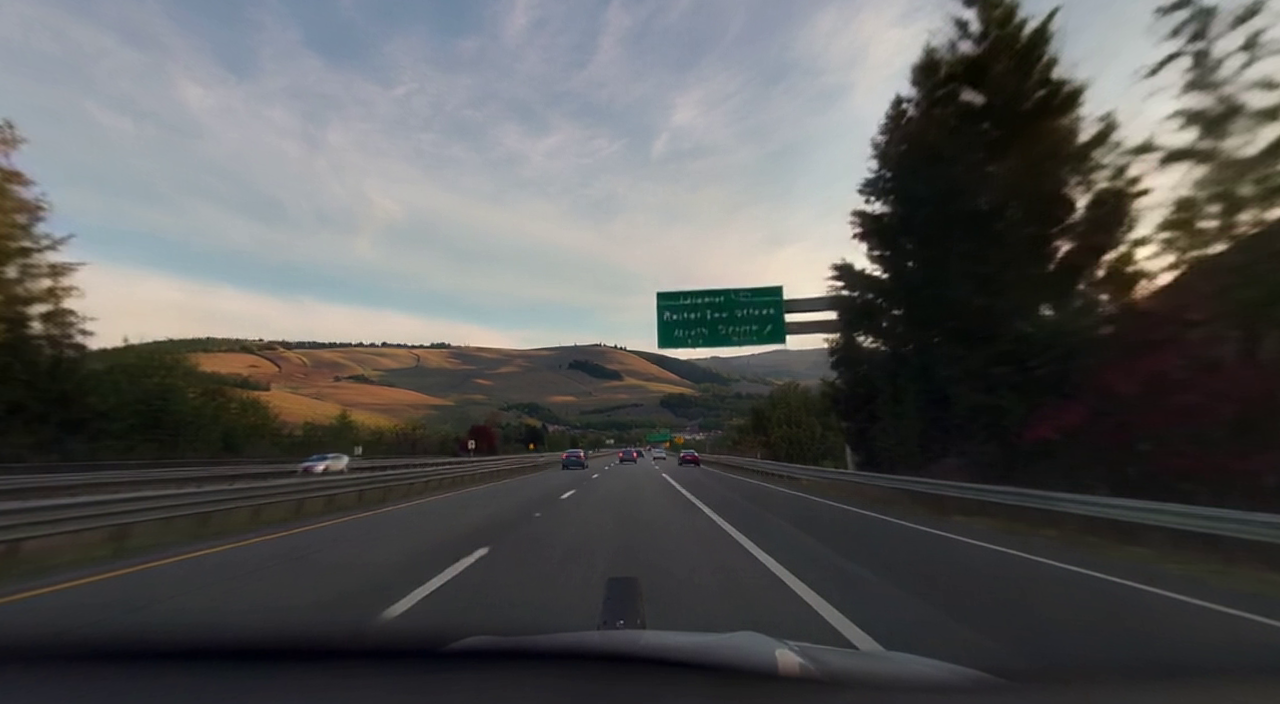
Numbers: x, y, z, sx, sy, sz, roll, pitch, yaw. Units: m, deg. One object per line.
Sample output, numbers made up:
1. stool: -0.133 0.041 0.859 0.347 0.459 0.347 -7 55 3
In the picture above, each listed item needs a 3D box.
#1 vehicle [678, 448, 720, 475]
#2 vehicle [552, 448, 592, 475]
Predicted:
1. vehicle: 3.440 6.511 37.650 2.019 1.475 4.301 0 -9 -1
2. vehicle: -3.981 6.474 37.433 1.955 1.468 3.637 0 -9 0
